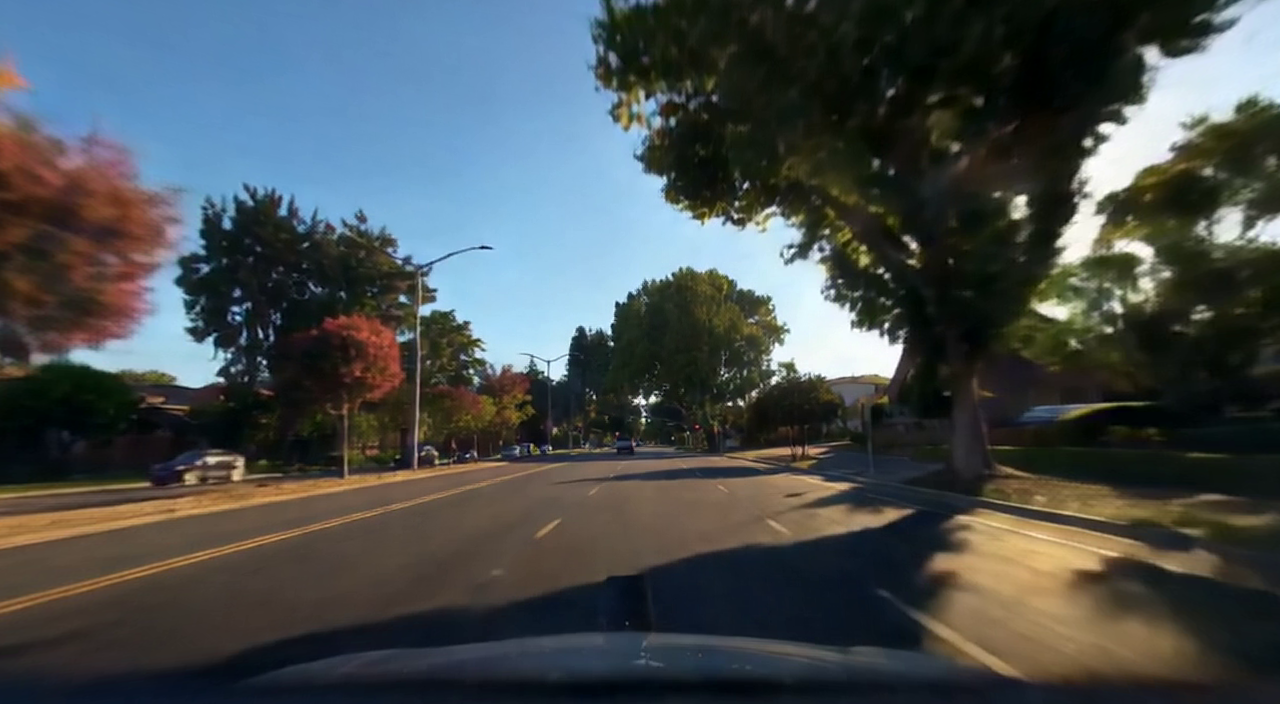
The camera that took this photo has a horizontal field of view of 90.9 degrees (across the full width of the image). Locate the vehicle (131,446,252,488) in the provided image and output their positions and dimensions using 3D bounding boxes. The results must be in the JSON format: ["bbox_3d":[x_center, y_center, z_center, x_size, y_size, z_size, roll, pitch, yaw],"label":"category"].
[{"bbox_3d":[-20.369,5.186,28.918,2.103,1.731,4.598,0,-9,1],"label":"vehicle"}]

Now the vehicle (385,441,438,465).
[{"bbox_3d":[-16.806,7.452,46.599,2.118,1.661,4.507,-1,-9,1],"label":"vehicle"}]
